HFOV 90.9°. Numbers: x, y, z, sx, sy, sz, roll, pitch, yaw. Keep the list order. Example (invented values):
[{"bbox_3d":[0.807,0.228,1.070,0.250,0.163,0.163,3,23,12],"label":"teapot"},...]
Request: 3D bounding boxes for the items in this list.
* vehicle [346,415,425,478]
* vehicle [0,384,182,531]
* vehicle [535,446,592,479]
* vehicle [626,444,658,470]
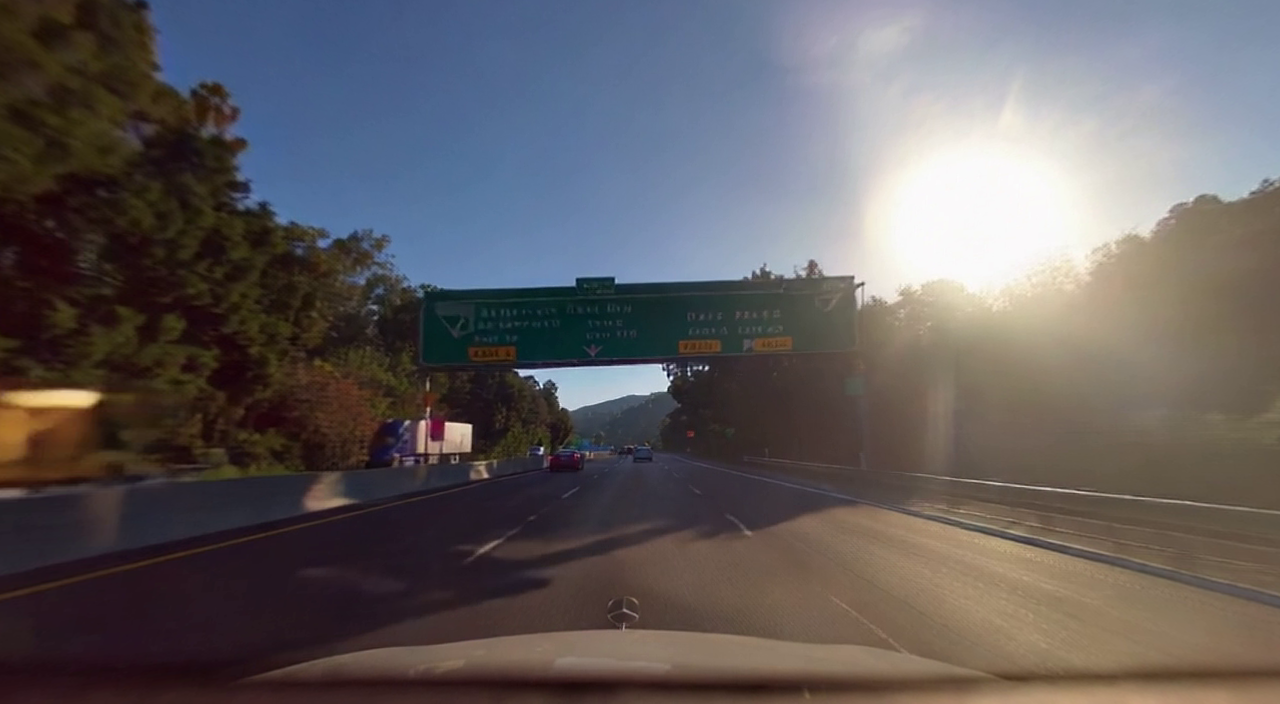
[{"bbox_3d":[-17.571,6.594,44.023,2.969,4.056,6.010,0,-9,0],"label":"vehicle"},{"bbox_3d":[-13.610,2.236,13.459,2.485,2.795,6.720,0,-9,0],"label":"vehicle"},{"bbox_3d":[-3.665,5.392,31.151,2.157,1.483,4.601,0,-9,1],"label":"vehicle"},{"bbox_3d":[0.113,6.985,42.034,2.011,1.590,3.607,0,-9,0],"label":"vehicle"}]
